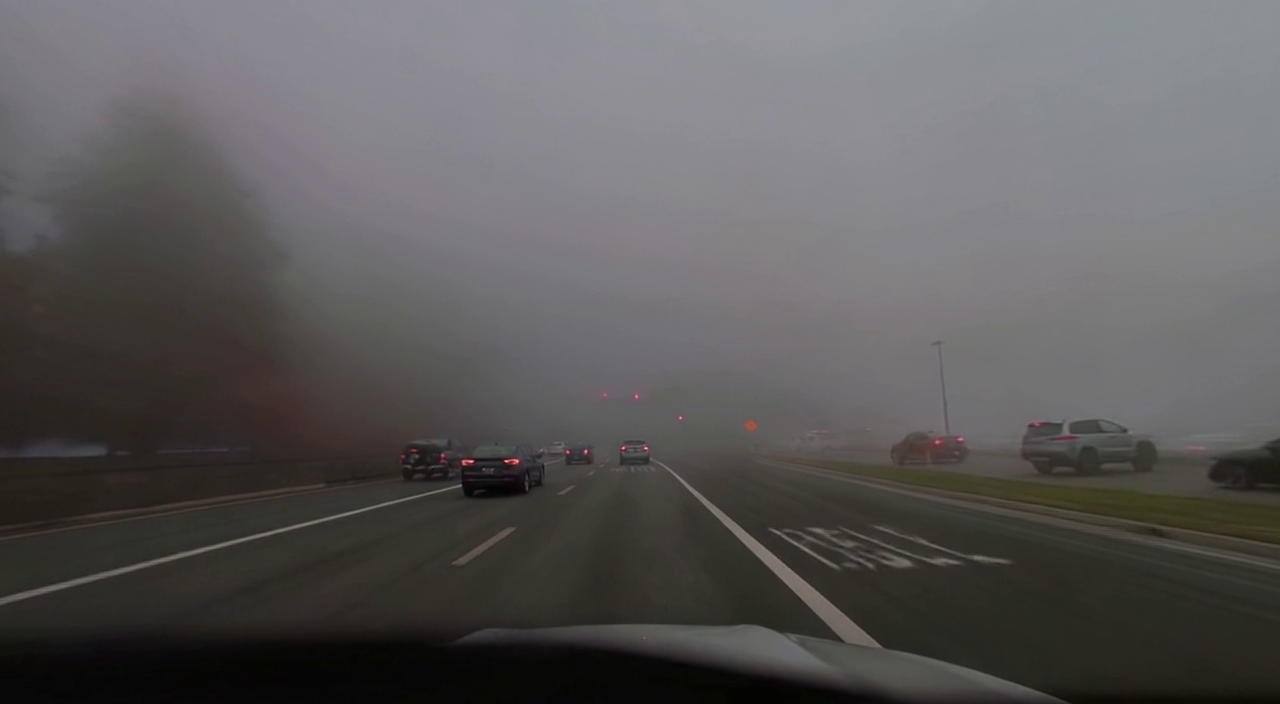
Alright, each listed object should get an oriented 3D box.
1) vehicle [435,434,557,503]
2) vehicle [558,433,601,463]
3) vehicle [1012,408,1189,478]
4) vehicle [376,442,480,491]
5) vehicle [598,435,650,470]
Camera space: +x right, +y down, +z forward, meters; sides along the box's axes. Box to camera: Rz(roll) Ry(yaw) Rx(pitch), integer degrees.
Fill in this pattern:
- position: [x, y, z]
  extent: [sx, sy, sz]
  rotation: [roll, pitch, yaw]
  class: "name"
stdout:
- position: [-3.425, 2.870, 16.005]
  extent: [1.920, 1.480, 4.549]
  rotation: [0, -8, 1]
  class: "vehicle"
- position: [-3.733, 6.002, 39.496]
  extent: [2.144, 1.732, 4.279]
  rotation: [0, -8, 2]
  class: "vehicle"
- position: [14.950, 2.940, 20.490]
  extent: [5.394, 1.994, 2.228]
  rotation: [4, -9, -26]
  class: "vehicle"
- position: [-6.948, 3.771, 21.283]
  extent: [1.852, 1.458, 4.422]
  rotation: [-1, -8, 2]
  class: "vehicle"
- position: [-0.709, 4.689, 29.722]
  extent: [2.231, 1.481, 4.489]
  rotation: [0, -8, 0]
  class: "vehicle"
